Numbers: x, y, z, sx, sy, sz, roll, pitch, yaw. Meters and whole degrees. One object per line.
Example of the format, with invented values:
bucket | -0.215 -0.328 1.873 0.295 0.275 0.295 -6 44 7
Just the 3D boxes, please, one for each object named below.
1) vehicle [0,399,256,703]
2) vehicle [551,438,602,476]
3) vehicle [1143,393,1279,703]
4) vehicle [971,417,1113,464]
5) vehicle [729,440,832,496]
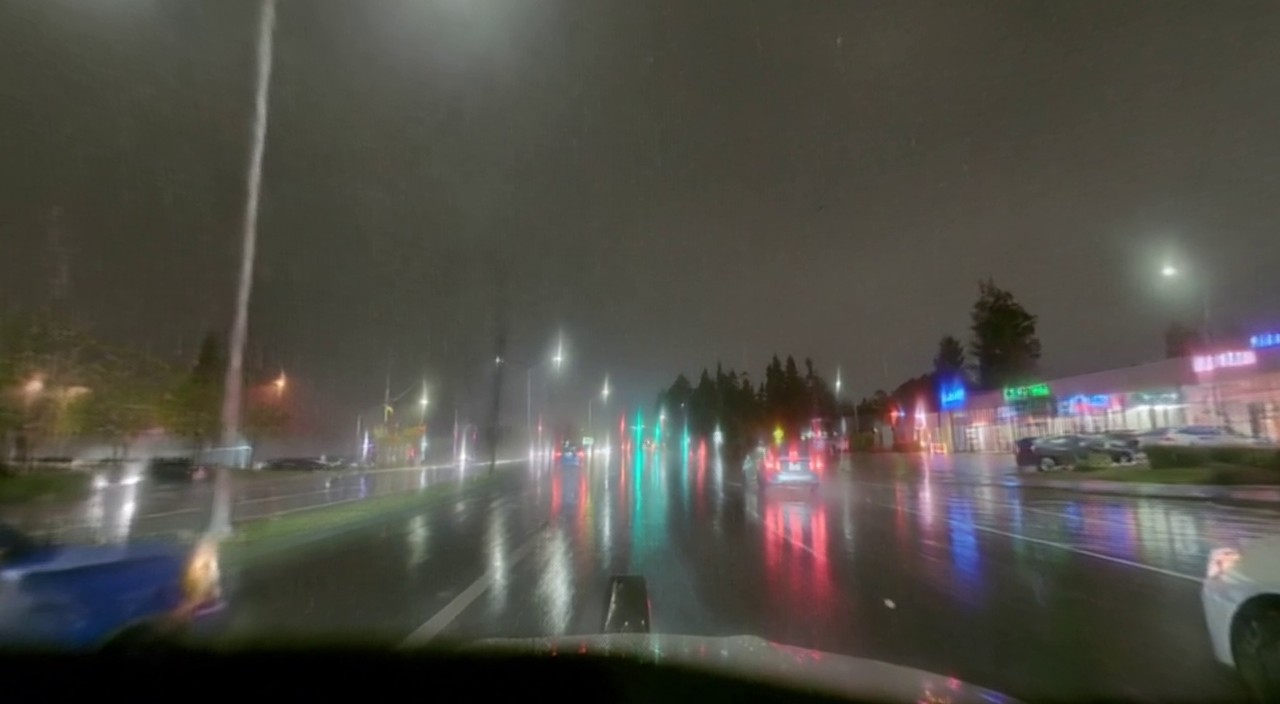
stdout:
vehicle | -3.043 0.702 0.729 2.082 1.460 4.922 0 -8 0
vehicle | -3.040 5.148 31.236 1.981 1.731 4.360 0 -8 1
vehicle | 3.468 0.649 0.668 1.976 1.491 4.714 0 -8 0
vehicle | 20.608 4.619 32.966 2.705 2.011 7.332 -3 -8 1
vehicle | 4.125 3.494 19.425 2.036 1.480 4.659 0 -8 -1
